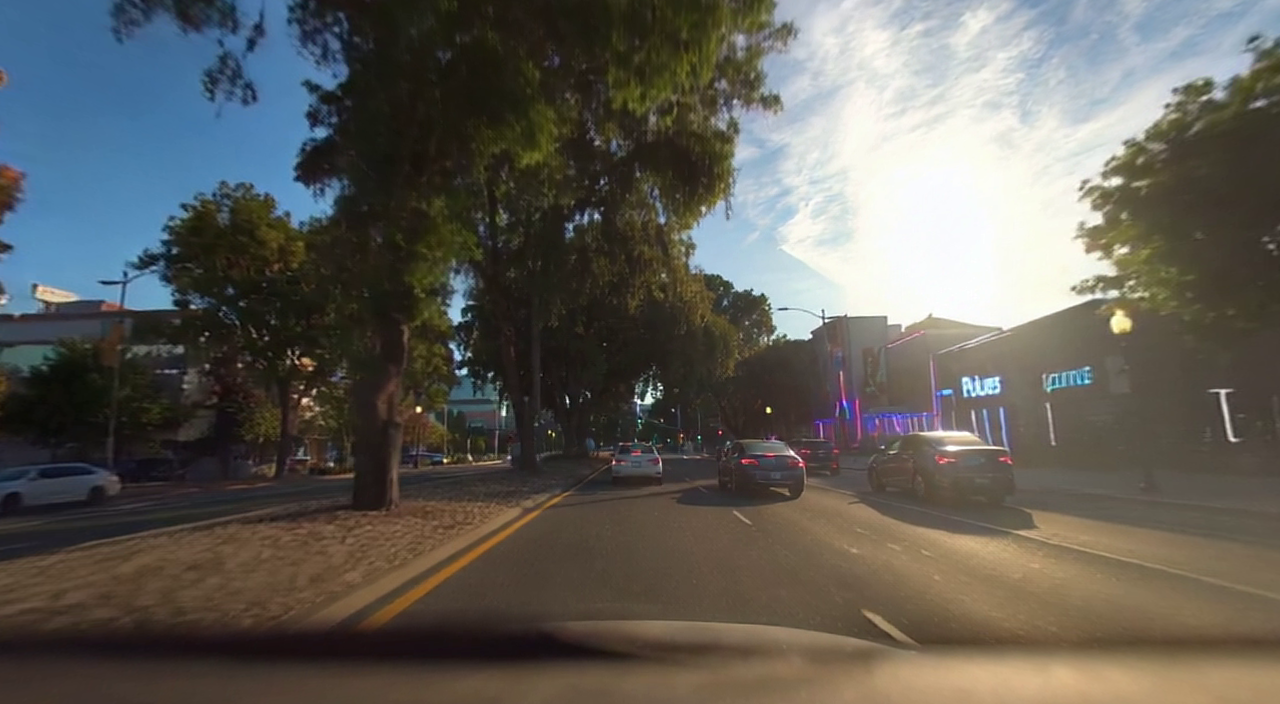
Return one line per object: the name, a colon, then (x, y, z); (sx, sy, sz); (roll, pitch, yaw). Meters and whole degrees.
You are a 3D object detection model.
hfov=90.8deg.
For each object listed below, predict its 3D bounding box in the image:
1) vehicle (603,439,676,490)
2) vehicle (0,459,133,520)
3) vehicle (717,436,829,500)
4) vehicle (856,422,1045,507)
vehicle: (-0.049, 3.552, 20.312); (2.101, 1.444, 4.248); (0, -9, -1)
vehicle: (-17.577, 3.874, 18.117); (2.069, 1.460, 4.716); (0, -9, 1)
vehicle: (3.379, 3.038, 16.937); (1.993, 1.477, 4.240); (0, -9, -1)
vehicle: (7.154, 2.649, 15.306); (2.052, 1.708, 4.842); (0, -9, 0)
